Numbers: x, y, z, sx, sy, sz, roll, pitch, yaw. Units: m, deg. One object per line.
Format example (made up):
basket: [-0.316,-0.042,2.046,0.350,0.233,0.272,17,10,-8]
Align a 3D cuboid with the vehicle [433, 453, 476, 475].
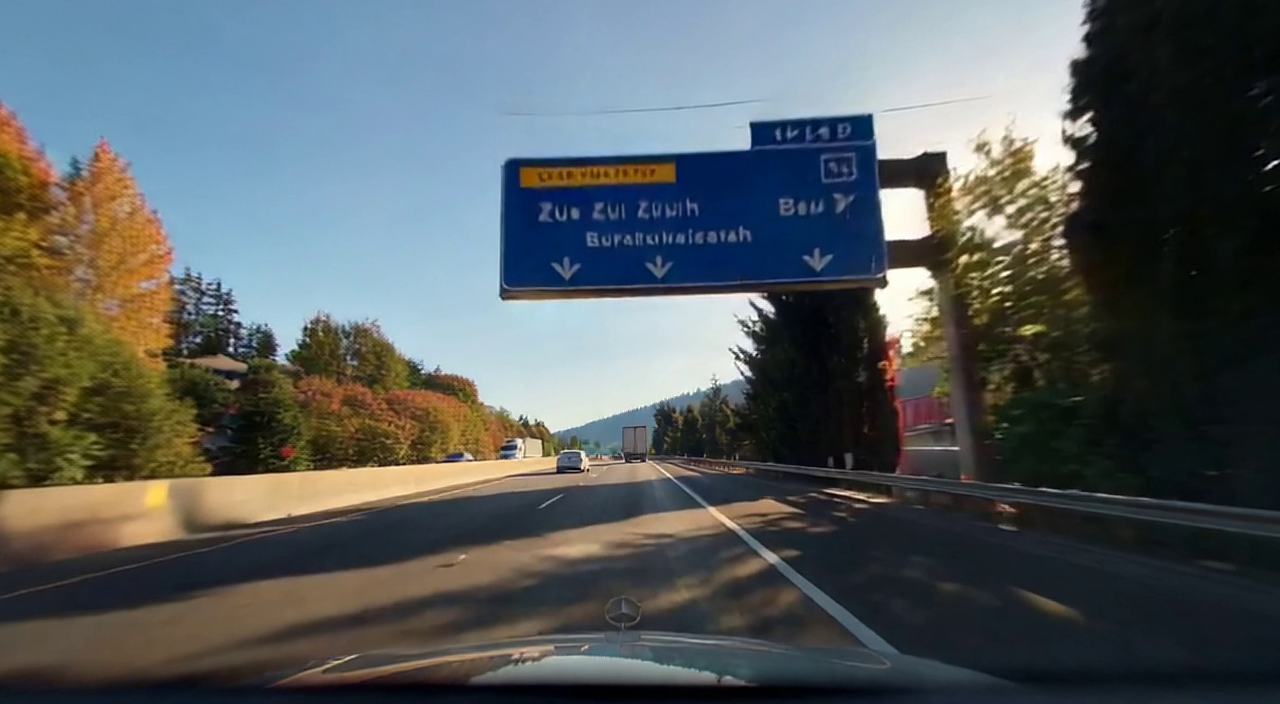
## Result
vehicle: [-13.141,7.942,44.921,1.796,1.445,3.995,0,-9,1]

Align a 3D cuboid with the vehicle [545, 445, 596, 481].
vehicle: [-3.465,5.642,32.381,2.081,1.682,4.425,0,-9,0]
